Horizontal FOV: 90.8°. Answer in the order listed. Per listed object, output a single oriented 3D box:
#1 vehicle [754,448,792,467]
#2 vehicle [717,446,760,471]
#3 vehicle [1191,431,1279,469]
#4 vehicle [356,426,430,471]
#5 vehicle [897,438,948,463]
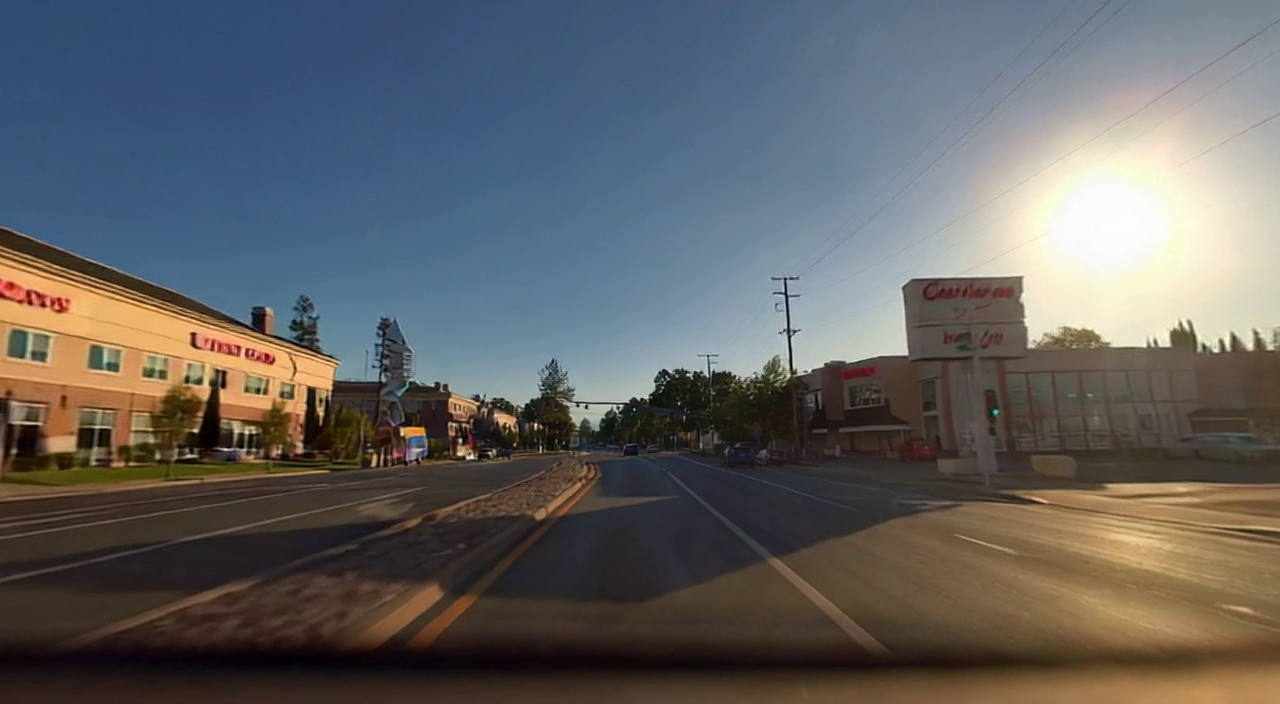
[{"bbox_3d":[10.393,8.253,49.686,1.902,1.427,4.458,1,-9,-2],"label":"vehicle"},{"bbox_3d":[6.132,6.669,39.836,1.916,1.437,4.327,1,-9,-2],"label":"vehicle"},{"bbox_3d":[30.392,4.847,31.264,1.860,1.716,4.675,1,-9,-2],"label":"vehicle"},{"bbox_3d":[-19.236,7.579,49.770,2.886,3.299,6.838,0,-9,1],"label":"vehicle"},{"bbox_3d":[19.884,6.925,44.584,1.815,1.643,3.746,0,-9,0],"label":"vehicle"}]
